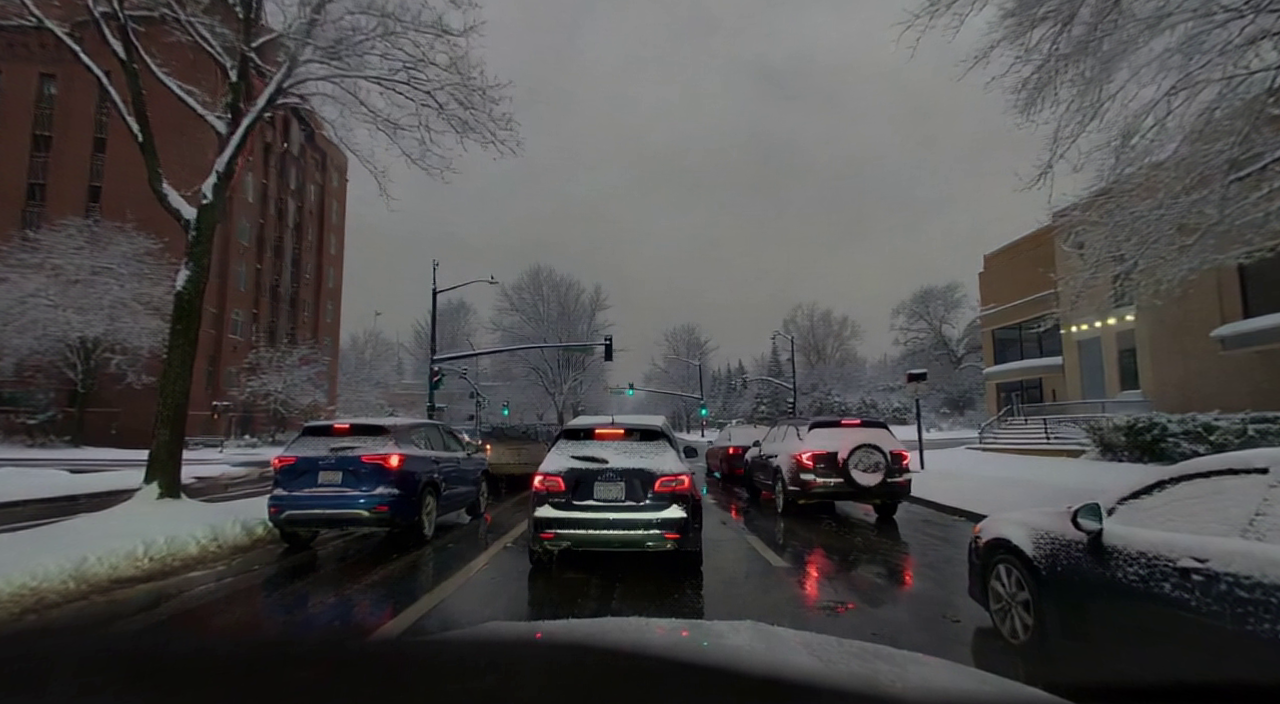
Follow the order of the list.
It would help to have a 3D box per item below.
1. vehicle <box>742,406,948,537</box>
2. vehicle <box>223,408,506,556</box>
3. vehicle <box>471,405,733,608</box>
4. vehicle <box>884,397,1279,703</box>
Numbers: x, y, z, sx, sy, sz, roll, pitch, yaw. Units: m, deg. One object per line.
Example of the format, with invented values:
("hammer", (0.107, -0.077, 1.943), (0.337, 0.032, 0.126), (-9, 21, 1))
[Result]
("vehicle", (3.344, 2.082, 11.530), (2.117, 1.879, 4.715), (0, -8, -1))
("vehicle", (-3.752, 1.884, 9.862), (2.141, 1.718, 4.809), (0, -8, 1))
("vehicle", (-0.352, 1.585, 7.420), (2.114, 1.631, 4.459), (0, -8, -1))
("vehicle", (3.245, 1.072, 3.380), (2.045, 1.459, 4.462), (0, -8, -1))
